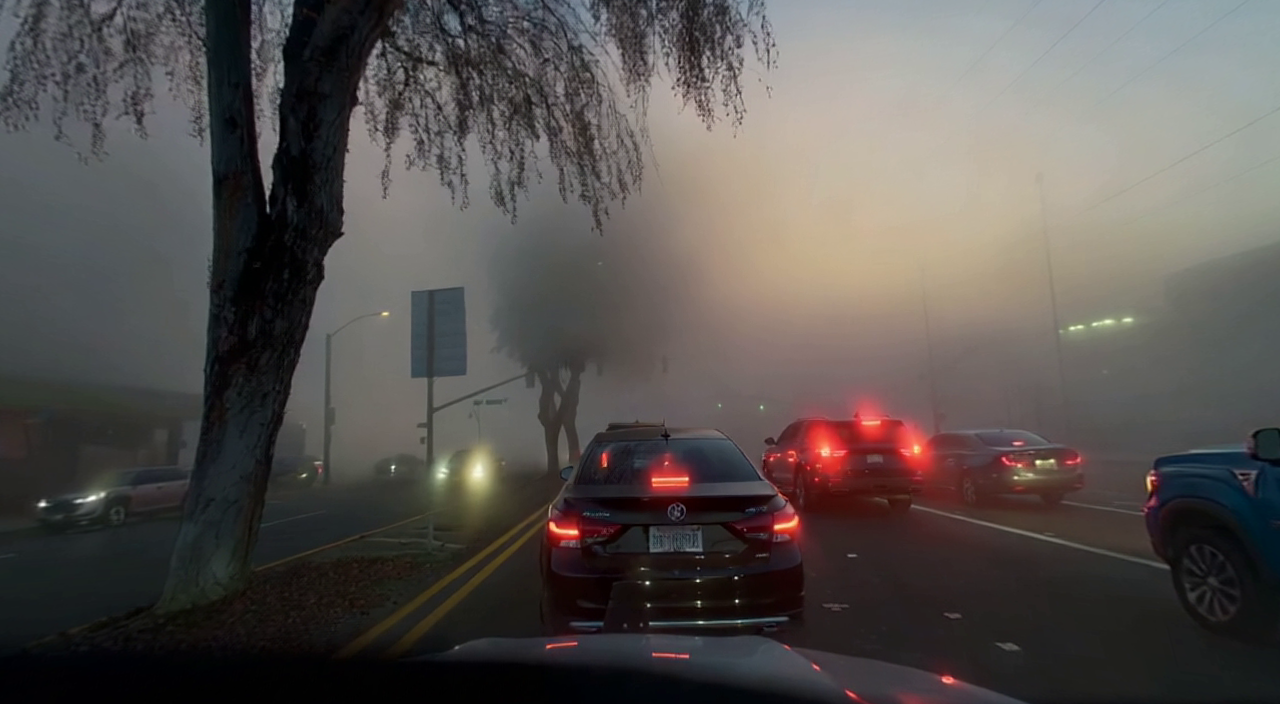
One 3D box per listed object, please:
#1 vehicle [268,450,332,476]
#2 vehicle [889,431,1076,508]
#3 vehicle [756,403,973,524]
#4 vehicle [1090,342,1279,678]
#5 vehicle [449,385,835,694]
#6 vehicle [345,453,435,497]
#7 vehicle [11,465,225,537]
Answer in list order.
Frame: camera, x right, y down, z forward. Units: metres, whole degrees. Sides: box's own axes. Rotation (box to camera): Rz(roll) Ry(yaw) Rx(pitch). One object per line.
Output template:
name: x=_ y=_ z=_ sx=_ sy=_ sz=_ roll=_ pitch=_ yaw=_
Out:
vehicle: x=-24.059 y=7.838 z=44.813 sx=1.798 sy=1.706 sz=4.385 roll=-1 pitch=-8 yaw=6
vehicle: x=7.593 y=2.628 z=14.608 sx=1.856 sy=1.487 sz=4.454 roll=0 pitch=-8 yaw=1
vehicle: x=4.166 y=2.214 z=13.106 sx=2.319 sy=1.930 sz=5.651 roll=0 pitch=-8 yaw=-1
vehicle: x=4.452 y=0.714 z=2.463 sx=2.019 sy=1.803 sz=4.634 roll=-1 pitch=-8 yaw=2
vehicle: x=-0.023 y=1.314 z=5.523 sx=2.116 sy=1.677 sz=3.948 roll=0 pitch=-8 yaw=-1
vehicle: x=-9.717 y=4.784 z=24.910 sx=1.806 sy=1.473 sz=4.303 roll=0 pitch=-8 yaw=0
vehicle: x=-13.781 y=3.910 z=17.109 sx=1.935 sy=1.518 sz=4.415 roll=-1 pitch=-8 yaw=2
